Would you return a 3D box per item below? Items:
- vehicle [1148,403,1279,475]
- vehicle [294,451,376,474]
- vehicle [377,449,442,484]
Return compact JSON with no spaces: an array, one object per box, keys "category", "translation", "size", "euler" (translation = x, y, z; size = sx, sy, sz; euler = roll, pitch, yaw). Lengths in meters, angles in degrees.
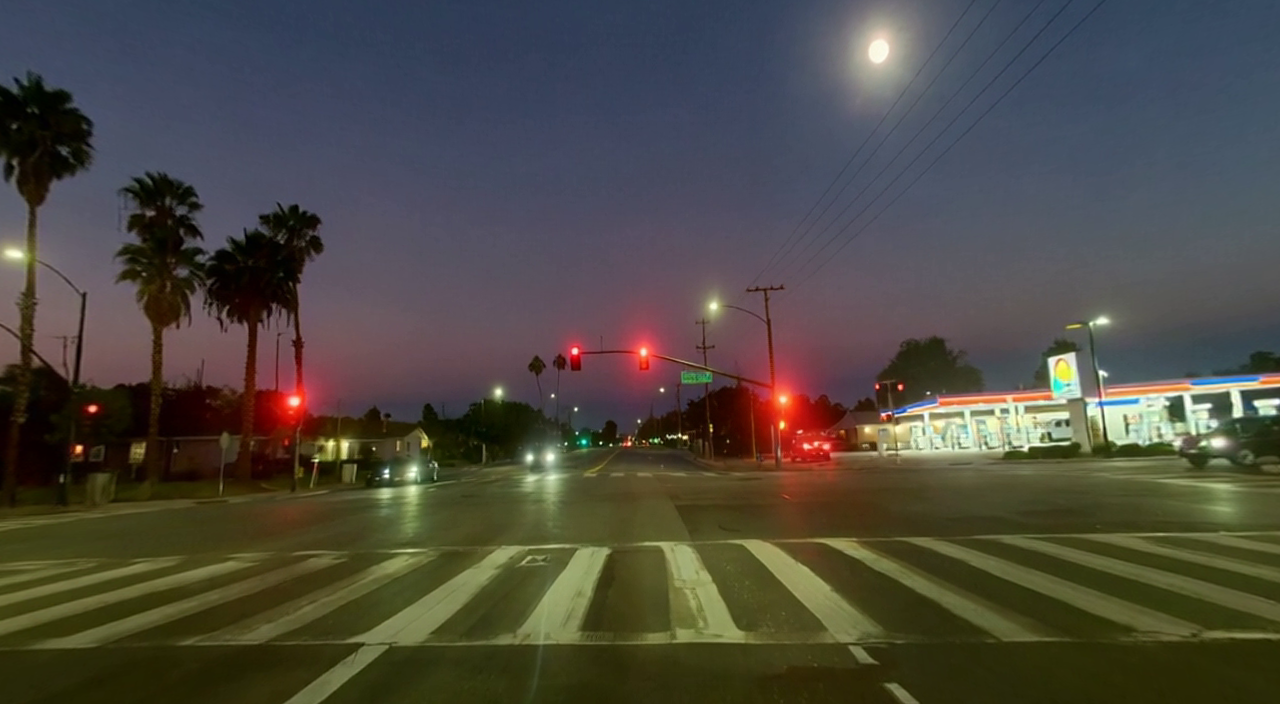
[{"category":"vehicle","translation":[17.233,2.379,17.273],"size":[5.086,1.817,1.952],"euler":[0,-9,-5]},{"category":"vehicle","translation":[-20.947,7.579,43.525],"size":[4.672,1.469,1.816],"euler":[0,-9,-2]},{"category":"vehicle","translation":[-13.023,6.464,35.967],"size":[2.009,1.777,4.559],"euler":[0,-9,-1]}]
